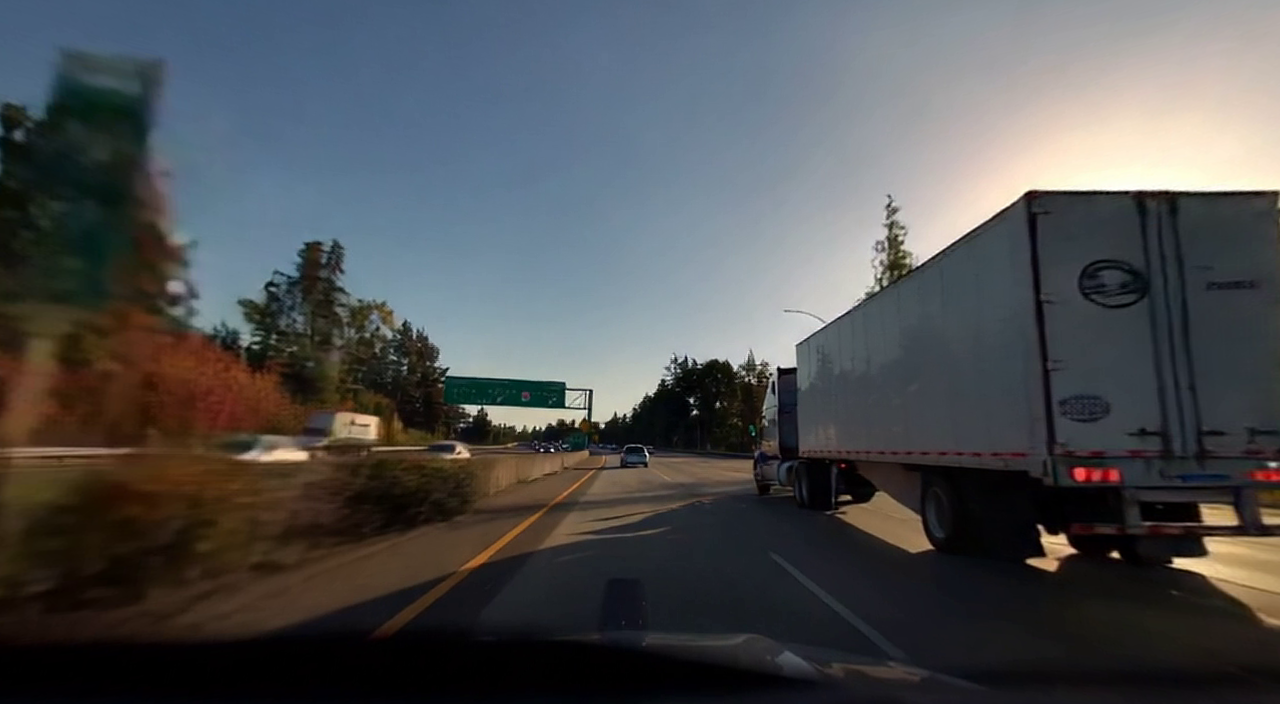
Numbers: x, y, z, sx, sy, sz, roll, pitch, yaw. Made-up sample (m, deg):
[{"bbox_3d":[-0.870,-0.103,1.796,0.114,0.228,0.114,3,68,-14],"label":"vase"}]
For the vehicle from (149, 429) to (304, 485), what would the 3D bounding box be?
[{"bbox_3d":[-11.937,3.076,18.587,1.786,1.451,4.104,0,-9,0],"label":"vehicle"}]

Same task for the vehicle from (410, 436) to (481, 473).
[{"bbox_3d":[-8.414,4.503,27.646,1.830,1.480,4.053,0,-9,0],"label":"vehicle"}]

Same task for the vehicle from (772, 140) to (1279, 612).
[{"bbox_3d":[5.389,1.171,12.248,2.890,4.006,14.039,0,-9,1],"label":"vehicle"}]

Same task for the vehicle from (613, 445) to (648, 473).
[{"bbox_3d":[-0.583,6.657,39.347,2.111,1.599,3.859,0,-9,0],"label":"vehicle"}]

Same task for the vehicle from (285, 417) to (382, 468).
[{"bbox_3d":[-16.428,4.954,34.260,2.319,2.536,6.071,0,-9,-2],"label":"vehicle"}]
